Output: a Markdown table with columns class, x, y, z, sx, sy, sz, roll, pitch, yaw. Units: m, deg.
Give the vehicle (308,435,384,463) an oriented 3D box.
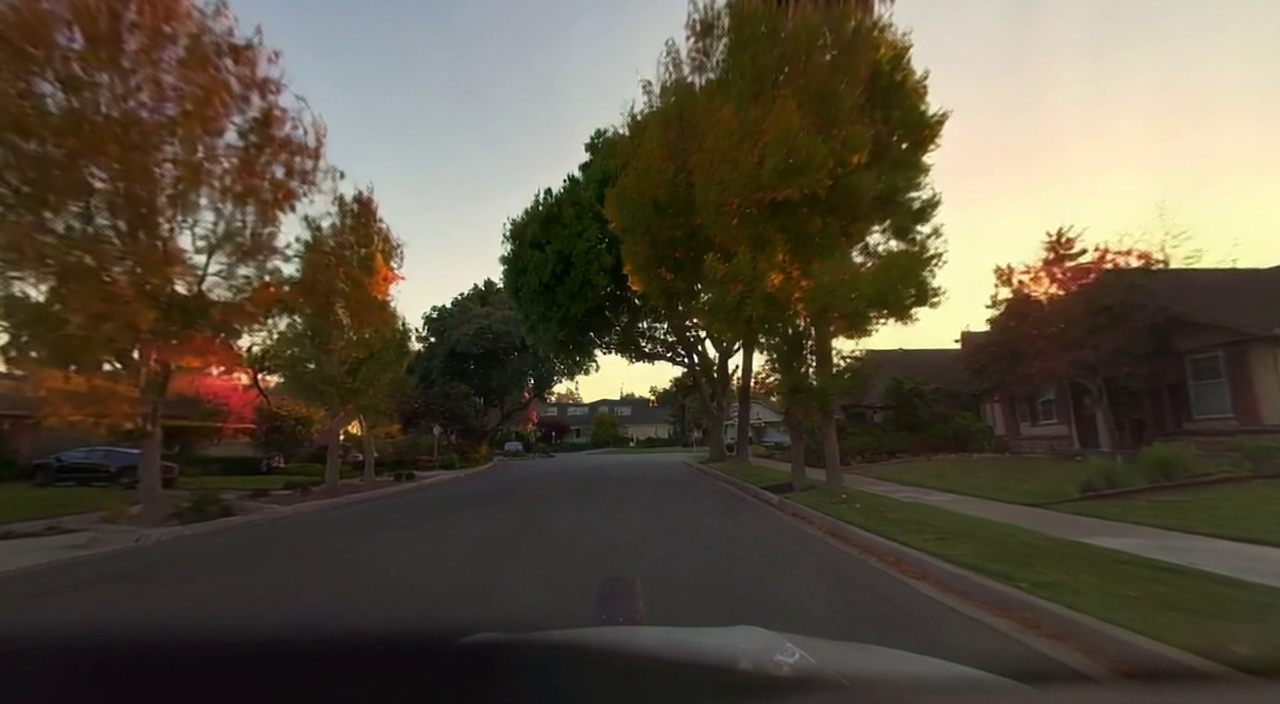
| class | x | y | z | sx | sy | sz | roll | pitch | yaw |
| --- | --- | --- | --- | --- | --- | --- | --- | --- | --- |
| vehicle | -22.838 | 7.563 | 49.205 | 4.745 | 2.151 | 2.232 | 0 | -9 | 0 |
